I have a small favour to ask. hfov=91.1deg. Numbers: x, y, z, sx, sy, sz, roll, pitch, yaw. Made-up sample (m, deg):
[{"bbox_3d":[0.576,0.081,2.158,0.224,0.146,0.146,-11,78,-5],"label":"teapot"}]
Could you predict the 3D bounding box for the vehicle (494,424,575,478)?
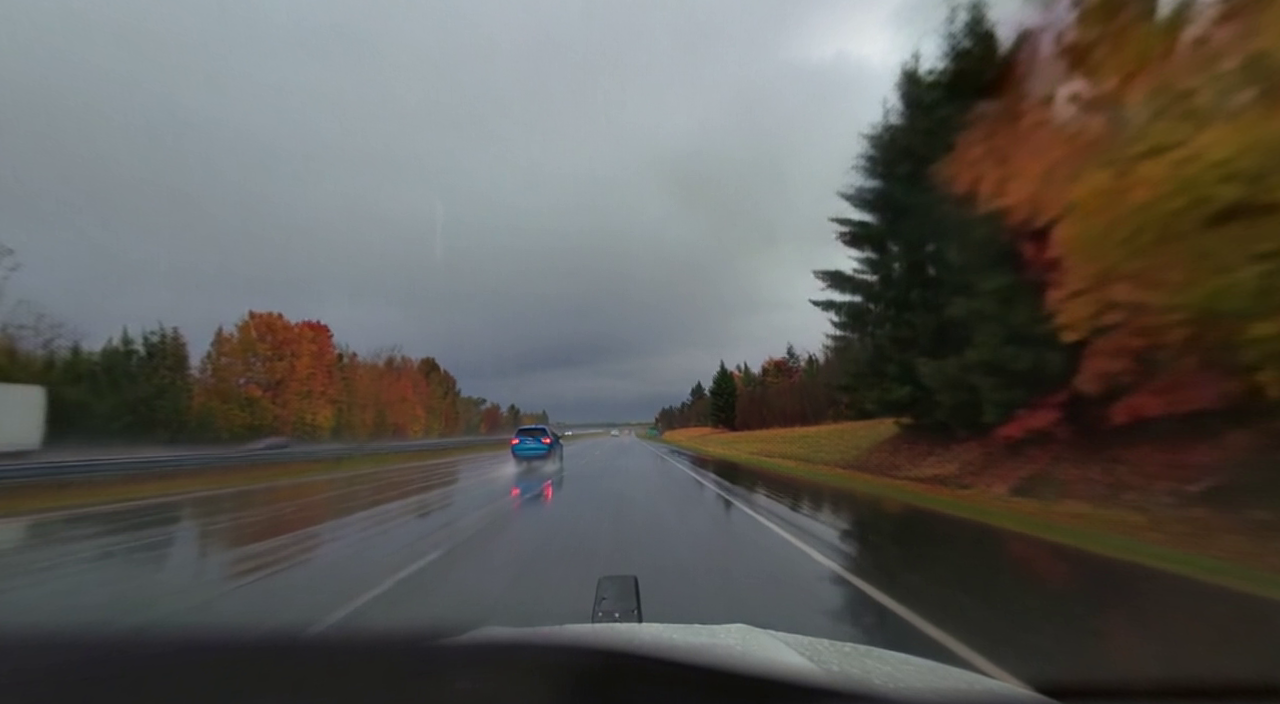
[{"bbox_3d":[-3.506,3.379,21.786,2.057,1.666,4.552,0,-8,-1],"label":"vehicle"}]
